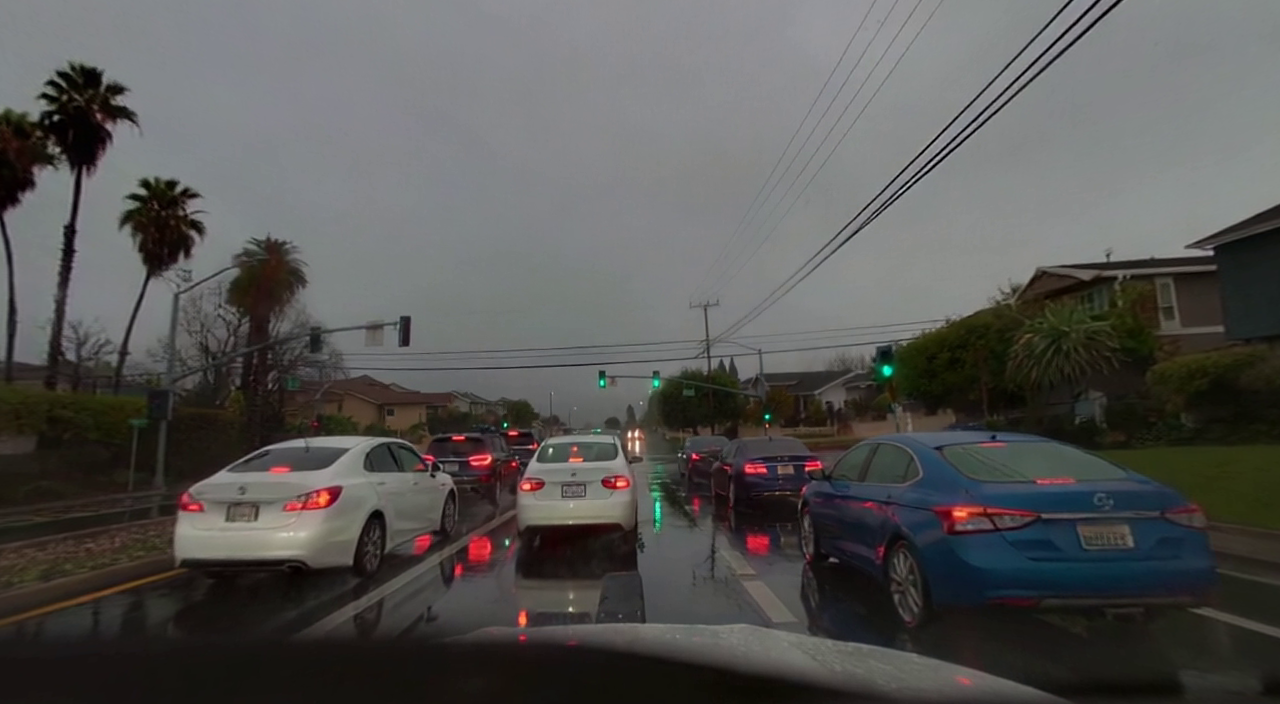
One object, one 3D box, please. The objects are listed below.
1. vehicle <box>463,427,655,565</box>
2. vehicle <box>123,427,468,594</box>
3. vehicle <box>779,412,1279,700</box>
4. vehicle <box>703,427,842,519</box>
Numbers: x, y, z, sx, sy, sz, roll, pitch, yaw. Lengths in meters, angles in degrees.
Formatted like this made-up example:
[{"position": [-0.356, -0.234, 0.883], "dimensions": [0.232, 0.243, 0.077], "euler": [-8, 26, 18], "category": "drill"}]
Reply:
[{"position": [-0.963, 1.872, 8.941], "dimensions": [2.104, 1.500, 3.815], "euler": [0, -9, -2], "category": "vehicle"}, {"position": [-3.713, 1.763, 8.005], "dimensions": [2.058, 1.474, 4.473], "euler": [0, -9, -3], "category": "vehicle"}, {"position": [2.756, 1.373, 5.489], "dimensions": [2.014, 1.464, 4.312], "euler": [0, -8, -1], "category": "vehicle"}, {"position": [2.568, 2.468, 13.405], "dimensions": [1.956, 1.615, 4.205], "euler": [0, -9, -1], "category": "vehicle"}]
